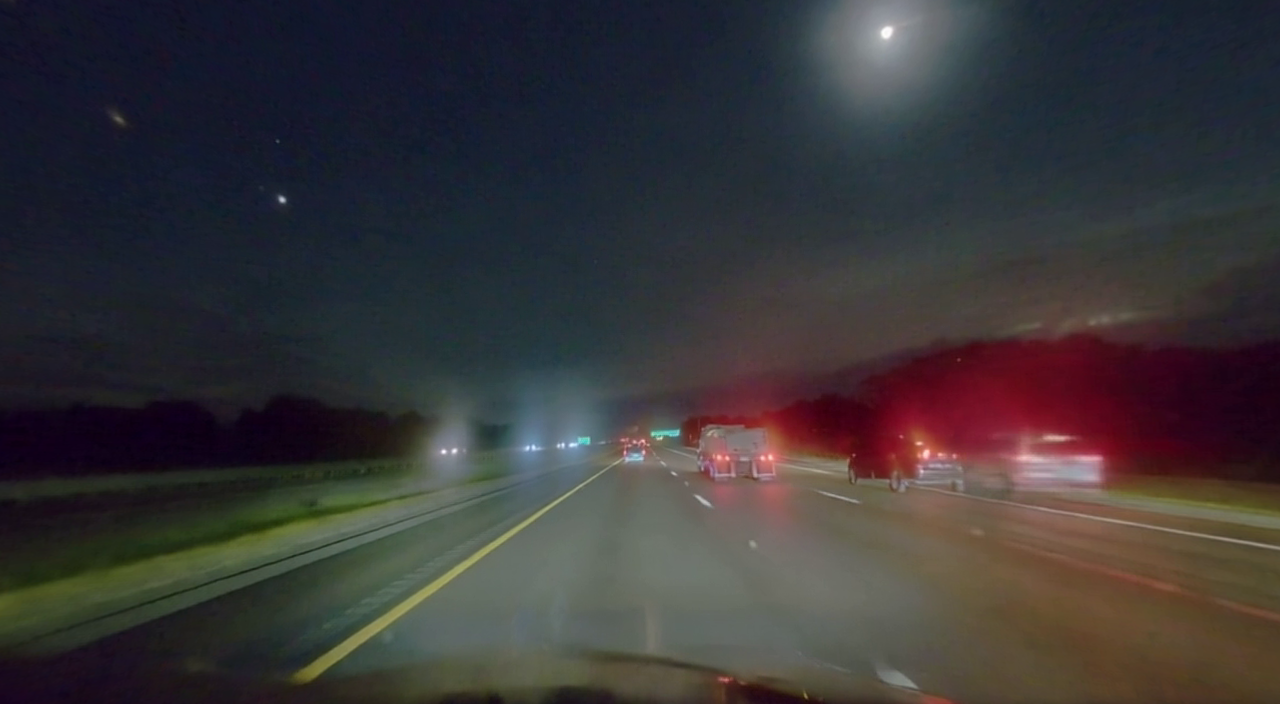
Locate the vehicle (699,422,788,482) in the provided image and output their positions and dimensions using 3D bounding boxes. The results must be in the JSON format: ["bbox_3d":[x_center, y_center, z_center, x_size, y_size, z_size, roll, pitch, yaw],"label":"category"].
[{"bbox_3d":[3.463,3.482,21.999,2.269,1.839,4.554,0,-9,-1],"label":"vehicle"}]

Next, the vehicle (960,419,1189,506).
[{"bbox_3d":[10.428,2.703,15.770,2.161,1.824,4.876,0,-9,-1],"label":"vehicle"}]

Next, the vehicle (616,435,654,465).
[{"bbox_3d":[-0.278,5.848,37.656,2.142,1.664,4.076,0,-9,0],"label":"vehicle"}]
